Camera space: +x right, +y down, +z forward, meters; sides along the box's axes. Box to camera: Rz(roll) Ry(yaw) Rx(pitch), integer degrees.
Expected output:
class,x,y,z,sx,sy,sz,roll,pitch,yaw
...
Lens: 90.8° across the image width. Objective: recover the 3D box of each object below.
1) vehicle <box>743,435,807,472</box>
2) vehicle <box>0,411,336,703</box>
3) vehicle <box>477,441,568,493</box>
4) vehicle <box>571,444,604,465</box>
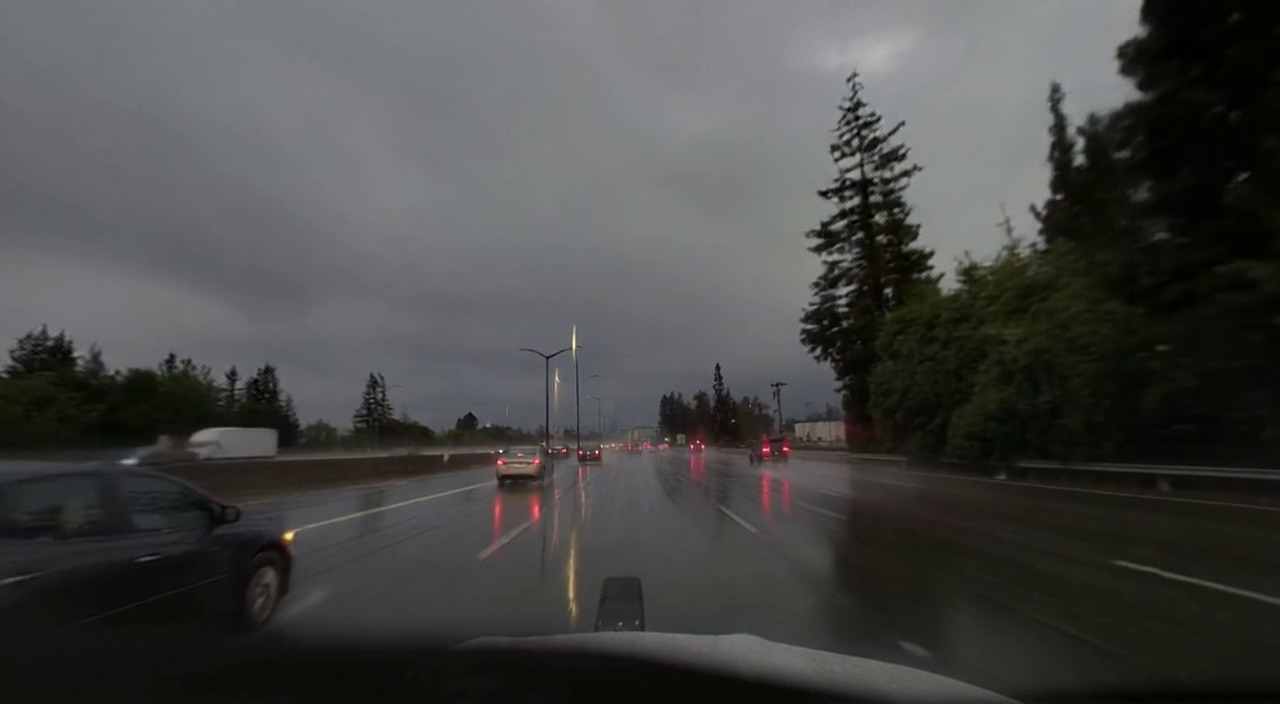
class,x,y,z,sx,sy,sz,roll,pitch,yaw
vehicle,6.797,5.174,32.356,2.147,1.769,4.666,0,-9,-2
vehicle,-3.511,1.037,3.001,1.959,1.433,4.291,0,-9,0
vehicle,-3.664,3.681,20.611,2.047,1.469,4.614,0,-9,1
vehicle,-3.882,7.637,47.139,2.078,1.464,4.093,0,-9,0
